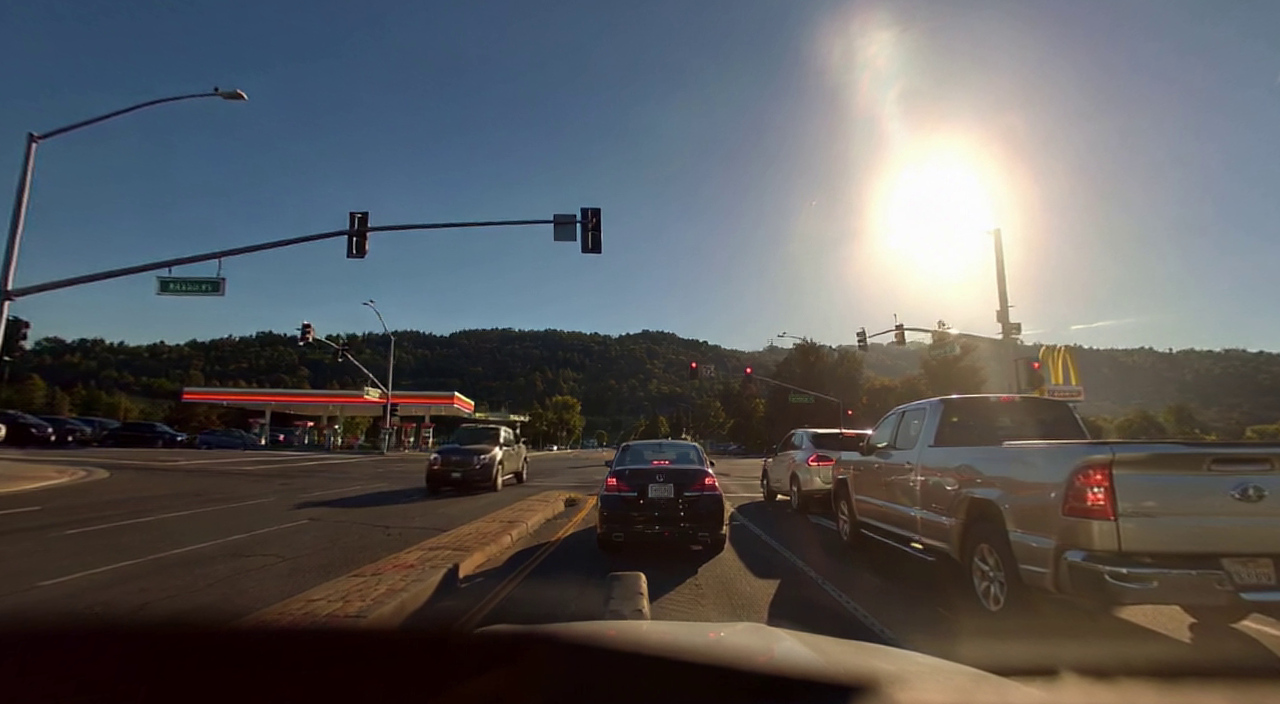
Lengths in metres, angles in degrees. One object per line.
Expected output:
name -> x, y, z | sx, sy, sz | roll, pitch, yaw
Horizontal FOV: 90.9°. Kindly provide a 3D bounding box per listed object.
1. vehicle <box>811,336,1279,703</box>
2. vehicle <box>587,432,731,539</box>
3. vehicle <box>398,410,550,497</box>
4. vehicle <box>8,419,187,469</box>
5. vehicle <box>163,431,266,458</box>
vehicle -> 3.584, 1.294, 5.893 | 2.277, 1.871, 6.143 | 0, -8, 0
vehicle -> 0.267, 2.163, 10.853 | 2.027, 1.494, 3.824 | 0, -8, 0
vehicle -> -4.537, 2.929, 18.506 | 2.615, 2.031, 5.638 | 2, -8, 3
vehicle -> -19.668, 3.356, 23.026 | 4.742, 1.720, 2.107 | -1, -8, 5
vehicle -> -23.085, 5.017, 34.313 | 4.326, 1.420, 1.798 | -1, -8, 4
